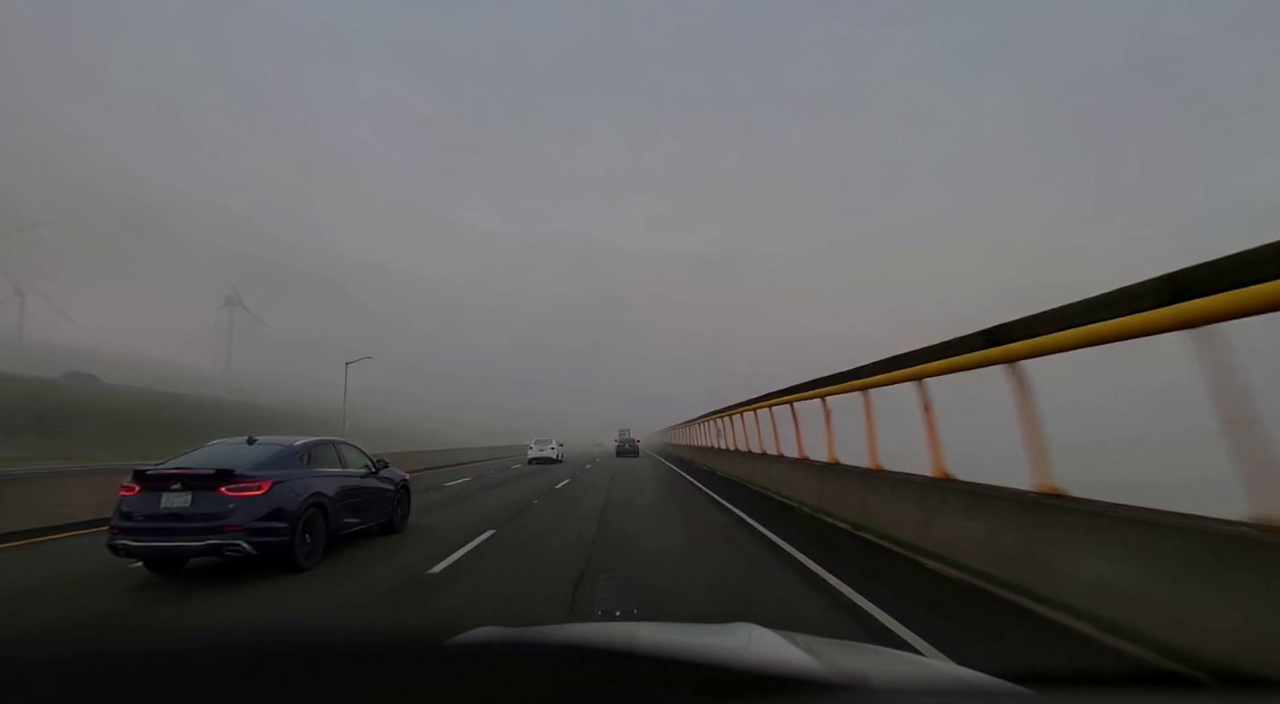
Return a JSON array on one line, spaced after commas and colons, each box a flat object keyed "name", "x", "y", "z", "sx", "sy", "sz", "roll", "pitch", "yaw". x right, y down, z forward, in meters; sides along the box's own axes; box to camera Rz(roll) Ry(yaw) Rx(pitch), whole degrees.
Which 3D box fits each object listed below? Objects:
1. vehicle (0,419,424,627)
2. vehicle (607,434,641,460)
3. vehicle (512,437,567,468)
[{"name": "vehicle", "x": -4.151, "y": 1.533, "z": 6.864, "sx": 1.998, "sy": 1.468, "sz": 4.635, "roll": 0, "pitch": -8, "yaw": -1}, {"name": "vehicle", "x": -0.980, "y": 5.878, "z": 39.109, "sx": 2.027, "sy": 1.550, "sz": 3.607, "roll": 0, "pitch": -8, "yaw": -1}, {"name": "vehicle", "x": -4.820, "y": 4.863, "z": 30.779, "sx": 2.059, "sy": 1.436, "sz": 3.802, "roll": 0, "pitch": -8, "yaw": -1}]
